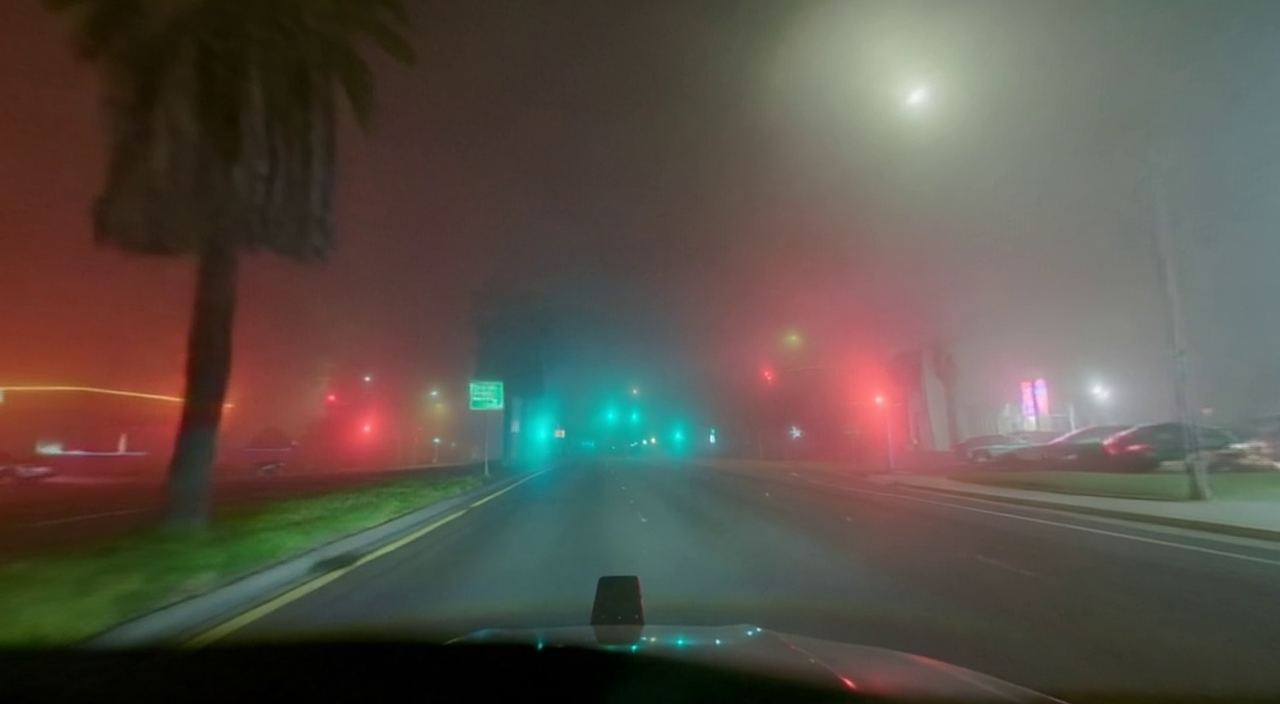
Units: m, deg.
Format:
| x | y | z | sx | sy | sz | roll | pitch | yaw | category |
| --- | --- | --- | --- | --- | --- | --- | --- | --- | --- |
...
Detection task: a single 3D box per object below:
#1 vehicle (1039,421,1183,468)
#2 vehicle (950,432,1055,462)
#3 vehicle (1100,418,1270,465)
| x | y | z | sx | sy | sz | roll | pitch | yaw | category |
| --- | --- | --- | --- | --- | --- | --- | --- | --- | --- |
| 16.539 | 3.281 | 22.457 | 1.852 | 1.487 | 3.896 | 0 | -8 | -5 | vehicle |
| 18.862 | 4.943 | 32.979 | 4.382 | 1.463 | 1.869 | 0 | -8 | -6 | vehicle |
| 19.337 | 3.245 | 22.741 | 1.986 | 1.454 | 4.332 | -1 | -9 | -5 | vehicle |
